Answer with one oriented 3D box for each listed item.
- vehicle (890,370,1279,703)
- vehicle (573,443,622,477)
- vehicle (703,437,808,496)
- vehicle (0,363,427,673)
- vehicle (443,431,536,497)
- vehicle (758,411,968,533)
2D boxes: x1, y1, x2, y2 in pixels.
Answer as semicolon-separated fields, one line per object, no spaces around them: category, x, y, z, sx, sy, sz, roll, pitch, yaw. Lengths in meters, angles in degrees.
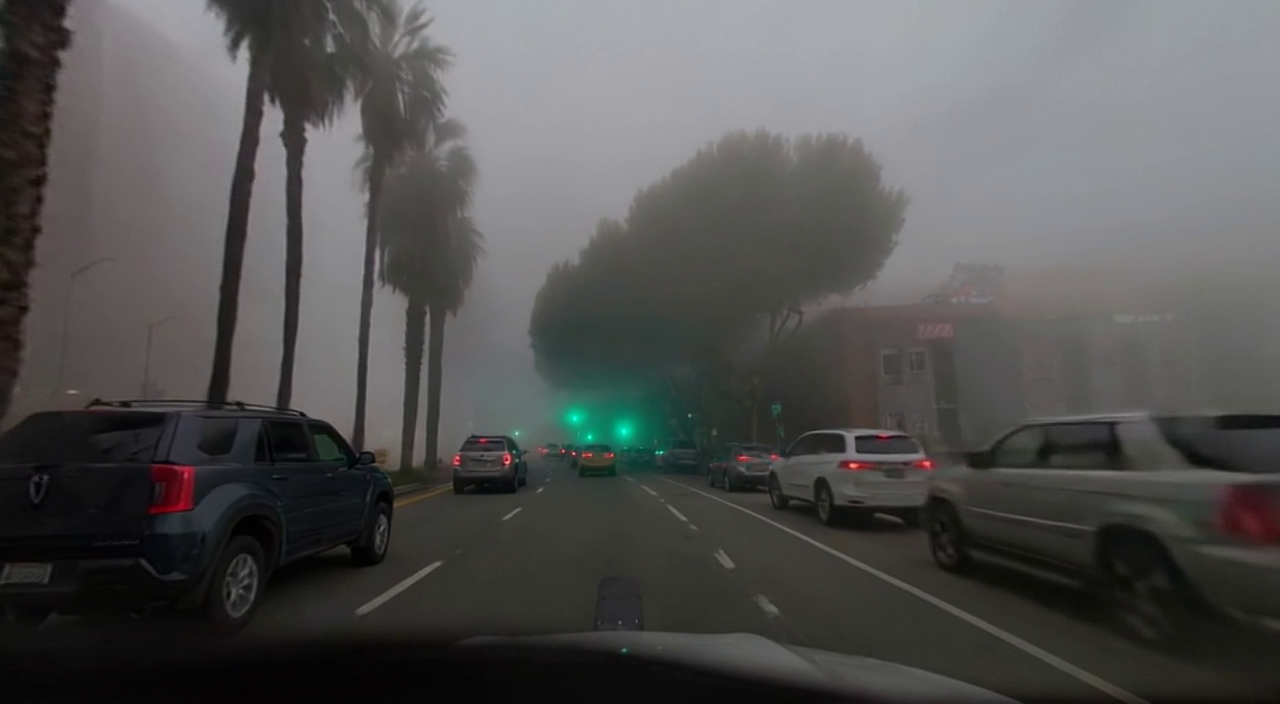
vehicle;4.098;1.270;5.406;1.895;1.663;4.732;0;-9;-1
vehicle;-2.049;4.975;29.345;2.036;1.461;3.890;1;-9;-7
vehicle;3.300;3.398;19.089;1.808;1.526;4.894;1;-9;-6
vehicle;-3.616;1.269;5.836;1.800;1.797;4.224;0;-9;0
vehicle;-4.417;3.349;19.164;2.014;1.740;4.392;1;-9;-4
vehicle;3.823;2.160;11.884;1.963;1.802;4.648;1;-9;-4
